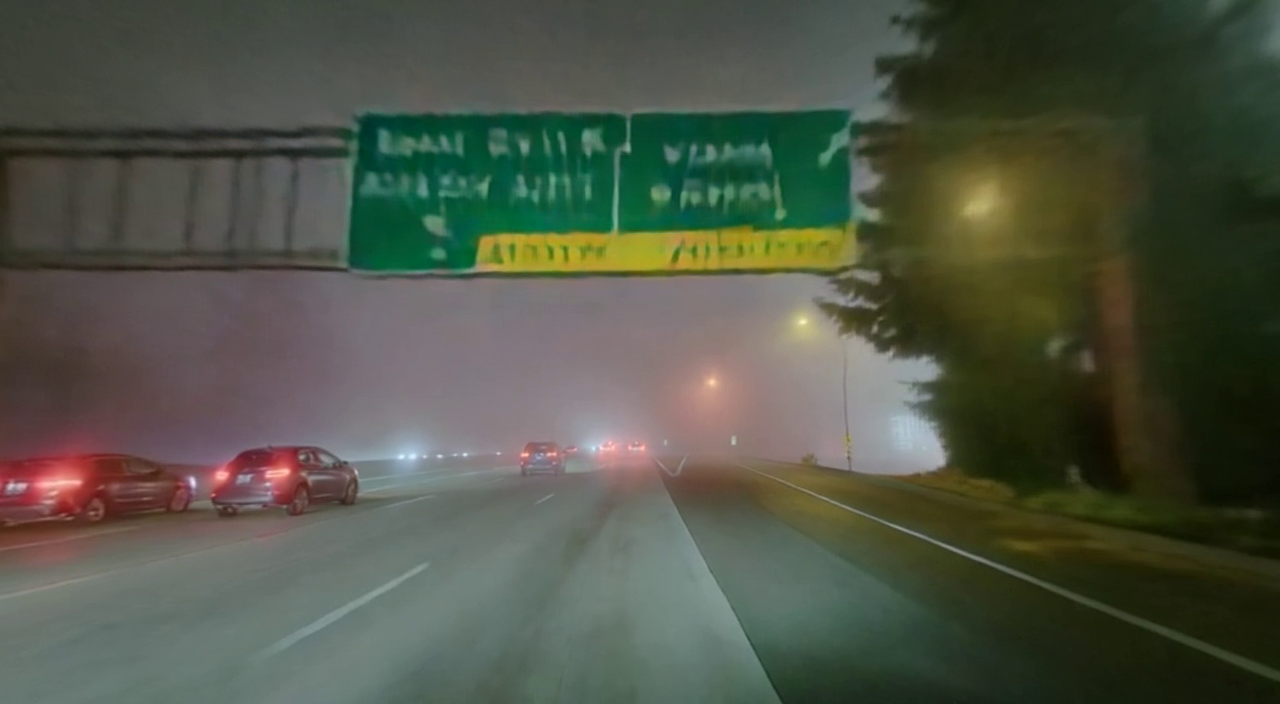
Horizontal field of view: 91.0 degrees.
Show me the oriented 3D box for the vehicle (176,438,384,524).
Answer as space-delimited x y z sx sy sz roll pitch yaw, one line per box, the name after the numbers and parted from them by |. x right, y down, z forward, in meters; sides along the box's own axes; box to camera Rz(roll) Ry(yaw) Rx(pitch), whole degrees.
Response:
-7.979 2.873 14.627 2.071 1.661 4.540 0 -9 1 | vehicle

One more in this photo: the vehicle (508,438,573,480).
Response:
-4.360 4.787 28.358 2.158 1.717 4.375 0 -9 1 | vehicle

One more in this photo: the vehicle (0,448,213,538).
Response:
-11.848 2.873 13.571 2.003 1.595 4.532 0 -9 1 | vehicle
